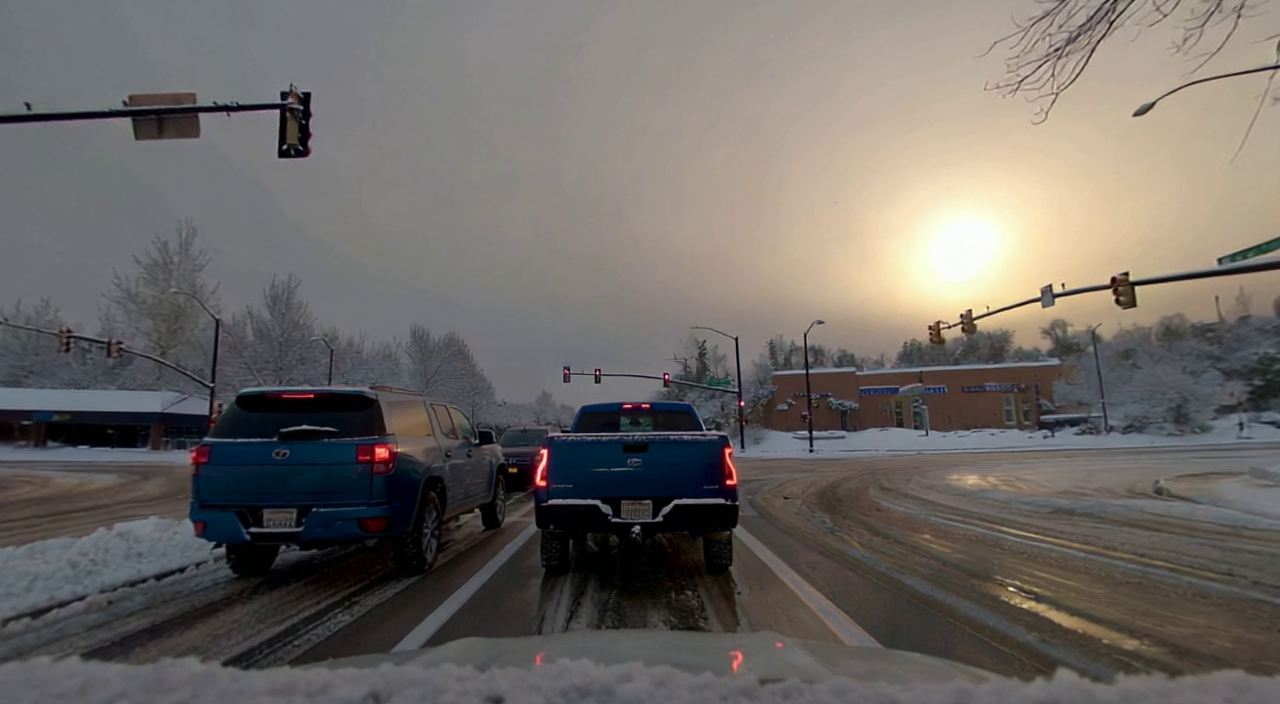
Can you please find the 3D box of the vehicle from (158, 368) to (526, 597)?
[{"bbox_3d":[-2.962,1.450,7.817,2.220,1.926,4.870,0,-8,-1],"label":"vehicle"}]

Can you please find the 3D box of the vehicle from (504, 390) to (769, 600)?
[{"bbox_3d":[-0.058,1.534,7.662,2.204,1.738,4.690,0,-8,-1],"label":"vehicle"}]

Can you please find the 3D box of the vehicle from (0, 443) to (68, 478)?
[{"bbox_3d":[-32.169,5.447,31.738,4.406,1.682,2.040,0,-8,-2],"label":"vehicle"}]

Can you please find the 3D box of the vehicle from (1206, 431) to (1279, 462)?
[{"bbox_3d":[36.312,5.507,36.574,4.714,1.754,2.041,0,-8,-2],"label":"vehicle"}]

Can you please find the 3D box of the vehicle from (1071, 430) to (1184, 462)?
[{"bbox_3d":[27.945,5.409,36.091,4.849,1.759,2.041,0,-8,-2],"label":"vehicle"}]

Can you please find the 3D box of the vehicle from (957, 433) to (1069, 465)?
[{"bbox_3d":[19.314,5.048,32.651,4.624,1.601,1.871,0,-8,-3],"label":"vehicle"}]
